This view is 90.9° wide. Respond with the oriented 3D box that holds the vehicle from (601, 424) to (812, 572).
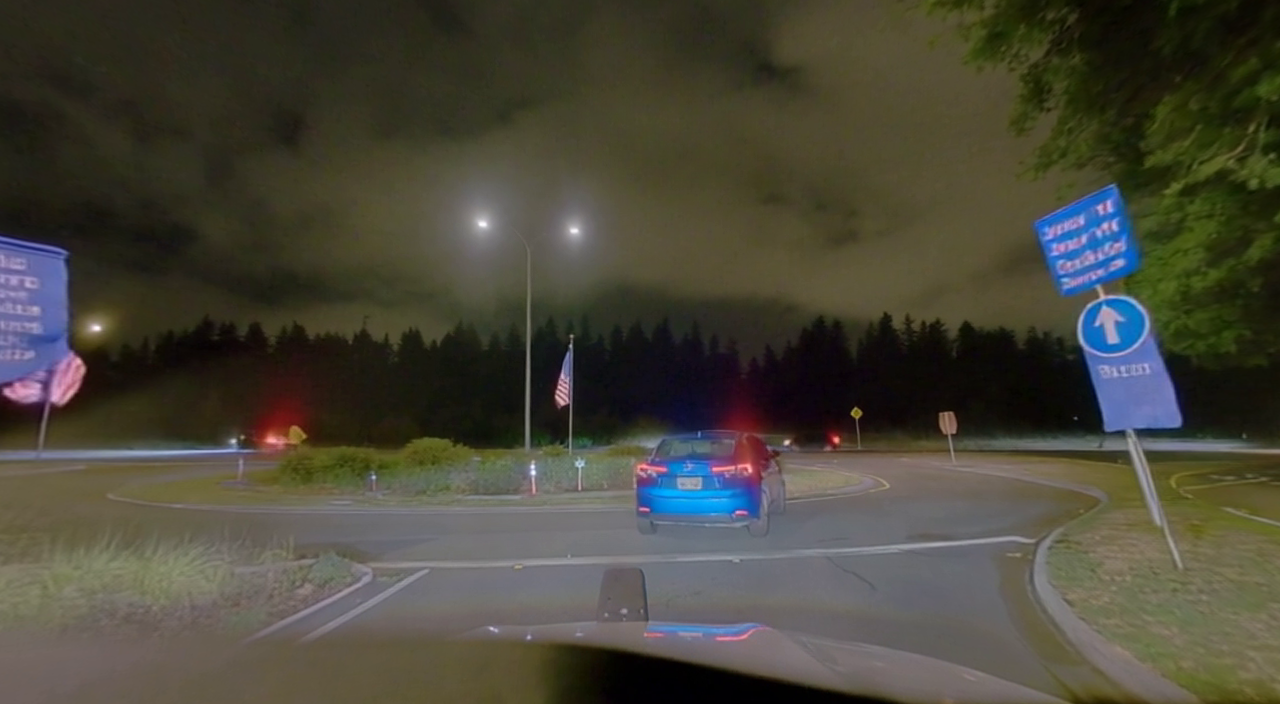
[{"bbox_3d":[1.201,1.966,9.213,2.078,1.607,4.010,-4,-10,20],"label":"vehicle"}]
